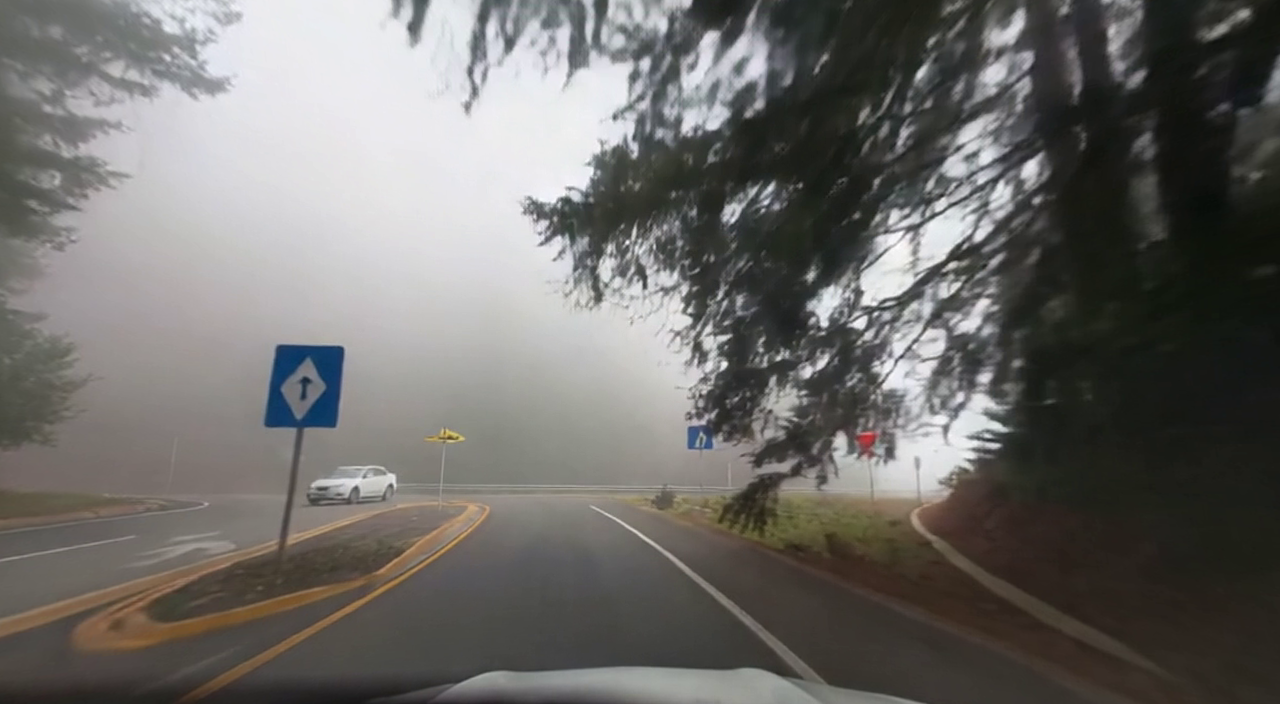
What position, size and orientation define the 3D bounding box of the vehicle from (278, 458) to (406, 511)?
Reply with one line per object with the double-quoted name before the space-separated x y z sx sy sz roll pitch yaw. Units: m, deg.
"vehicle" -10.085 4.498 21.692 1.889 1.583 3.992 -1 -11 11
